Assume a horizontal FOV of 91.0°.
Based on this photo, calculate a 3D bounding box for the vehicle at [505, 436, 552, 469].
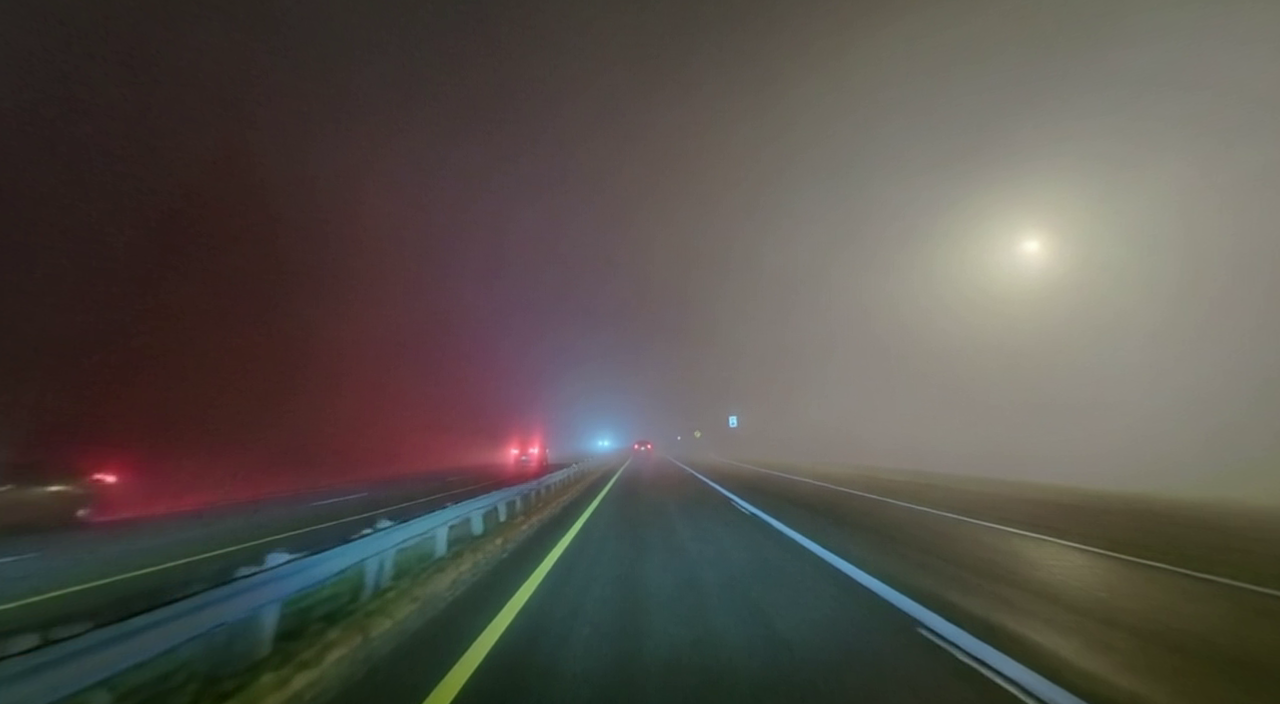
[{"bbox_3d":[-6.931,6.288,39.608,2.068,1.897,4.372,0,-8,2],"label":"vehicle"}]

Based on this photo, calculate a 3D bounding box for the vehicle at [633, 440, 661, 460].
[{"bbox_3d":[0.511,7.608,49.072,2.061,1.469,3.782,0,-8,0],"label":"vehicle"}]
